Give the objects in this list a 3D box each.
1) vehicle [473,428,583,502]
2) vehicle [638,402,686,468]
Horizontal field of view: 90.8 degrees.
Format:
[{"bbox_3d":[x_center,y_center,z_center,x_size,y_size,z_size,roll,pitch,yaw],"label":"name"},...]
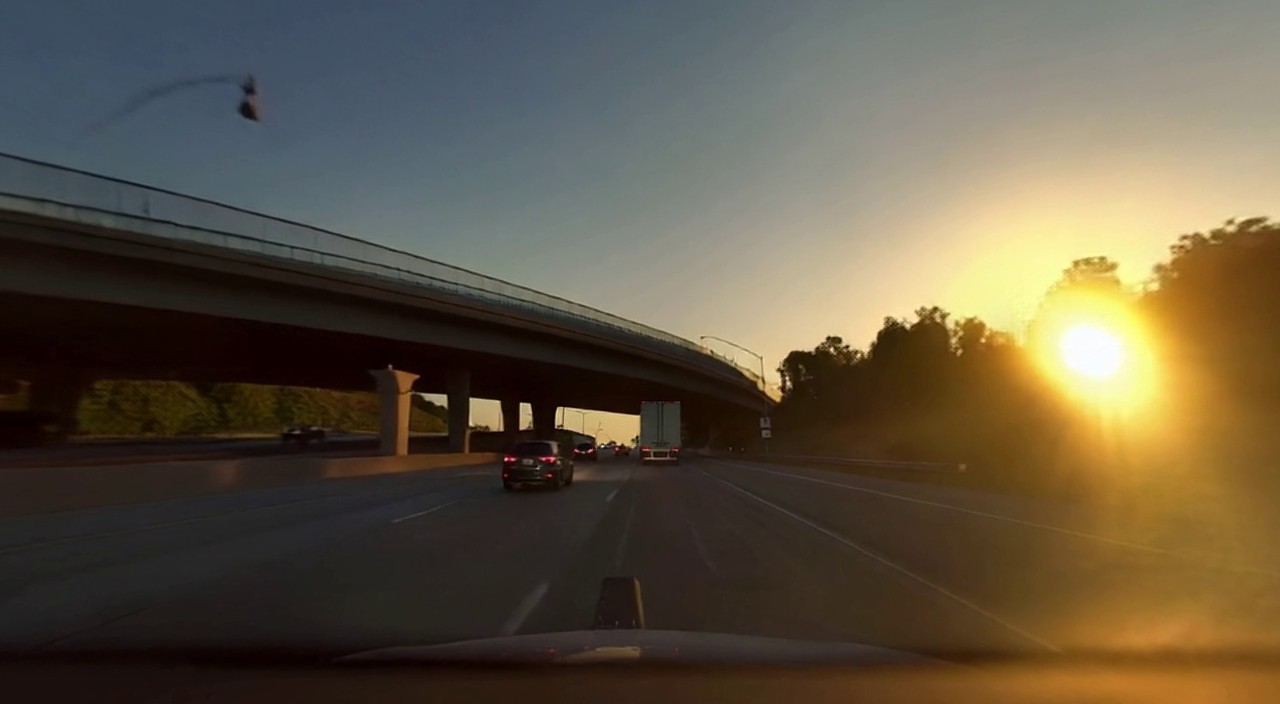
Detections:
[{"bbox_3d":[-2.807,2.967,16.974,2.077,1.716,4.514,0,-9,1],"label":"vehicle"},{"bbox_3d":[1.462,5.896,44.385,2.964,4.063,10.072,0,-9,1],"label":"vehicle"}]
